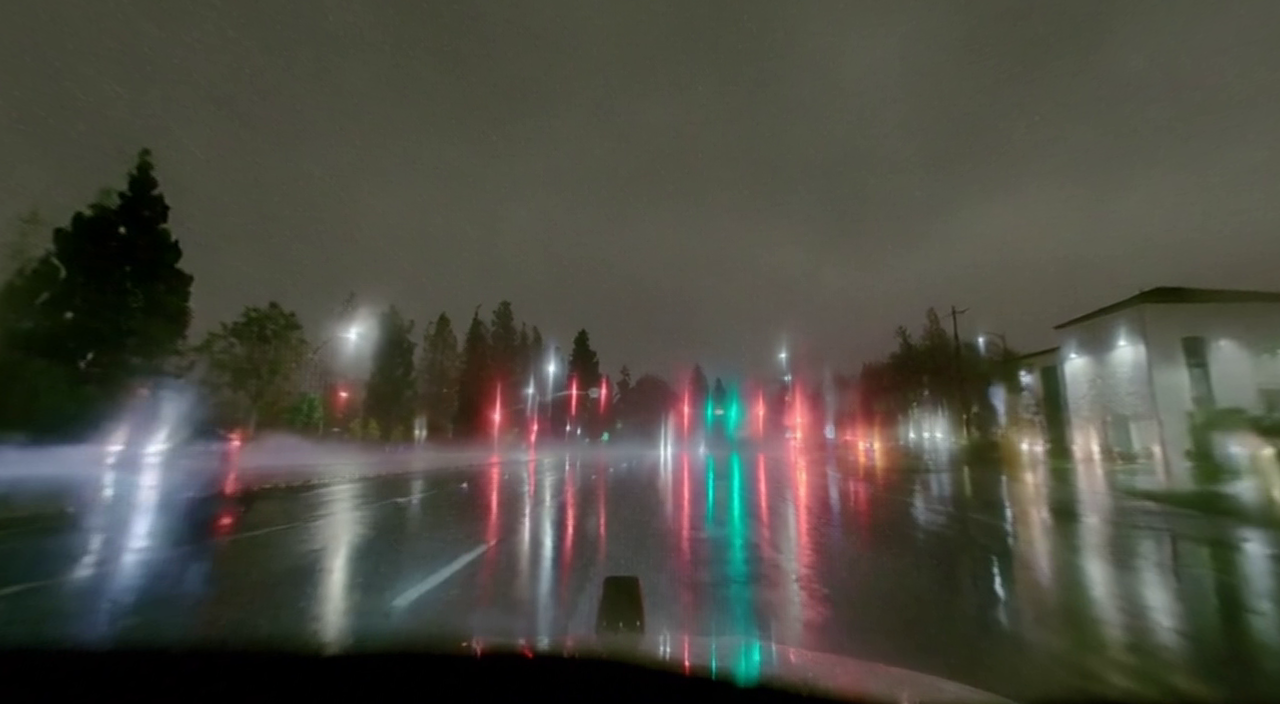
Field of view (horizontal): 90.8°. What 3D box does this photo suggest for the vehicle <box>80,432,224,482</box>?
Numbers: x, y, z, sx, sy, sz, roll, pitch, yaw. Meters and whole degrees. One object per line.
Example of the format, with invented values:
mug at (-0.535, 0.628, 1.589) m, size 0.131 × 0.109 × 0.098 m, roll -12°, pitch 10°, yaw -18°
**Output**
vehicle at (-18.969, 4.096, 24.883) m, size 1.974 × 1.778 × 4.391 m, roll -1°, pitch -8°, yaw 3°
